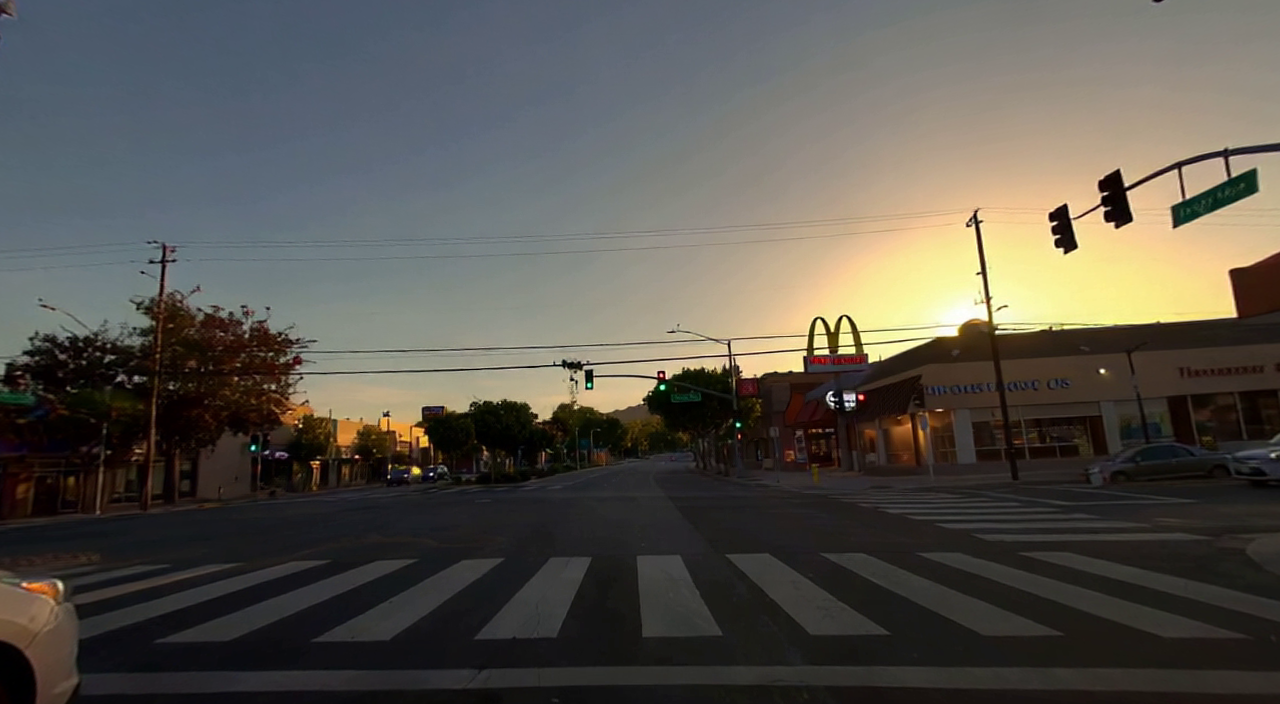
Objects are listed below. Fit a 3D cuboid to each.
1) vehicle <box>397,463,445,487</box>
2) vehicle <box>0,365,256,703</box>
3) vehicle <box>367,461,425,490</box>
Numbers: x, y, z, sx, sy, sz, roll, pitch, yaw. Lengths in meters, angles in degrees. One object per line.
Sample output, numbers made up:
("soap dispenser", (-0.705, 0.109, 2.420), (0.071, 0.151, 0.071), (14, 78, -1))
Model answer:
("vehicle", (-15.730, 8.831, 45.414), (1.931, 1.471, 4.152), (0, -9, 0))
("vehicle", (-3.415, 0.743, 1.414), (2.081, 1.644, 4.523), (0, -9, 3))
("vehicle", (-19.192, 9.713, 49.810), (2.227, 2.033, 5.614), (0, -9, 2))
